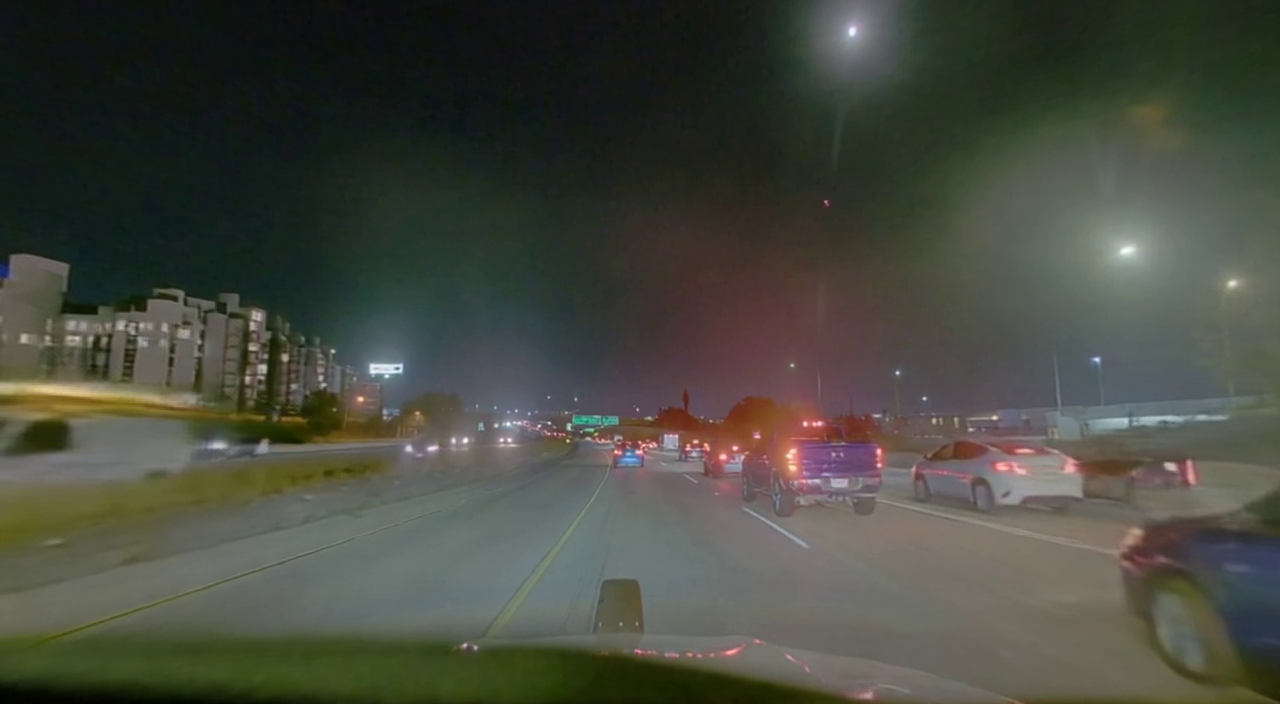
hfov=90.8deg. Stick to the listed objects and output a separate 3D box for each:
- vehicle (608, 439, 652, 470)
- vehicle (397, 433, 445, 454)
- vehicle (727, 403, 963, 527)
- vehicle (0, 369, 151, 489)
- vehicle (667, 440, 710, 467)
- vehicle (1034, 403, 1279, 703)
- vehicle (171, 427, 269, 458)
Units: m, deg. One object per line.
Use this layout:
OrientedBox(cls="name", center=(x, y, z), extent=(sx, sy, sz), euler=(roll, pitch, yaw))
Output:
OrientedBox(cls="vehicle", center=(-0.570, 5.517, 34.287), extent=(2.266, 1.549, 3.978), euler=(0, -8, -1))
OrientedBox(cls="vehicle", center=(-16.242, 6.846, 47.099), extent=(1.974, 1.493, 4.796), euler=(0, -8, -2))
OrientedBox(cls="vehicle", center=(3.933, 2.407, 14.150), extent=(2.747, 2.061, 7.011), euler=(0, -8, -2))
OrientedBox(cls="vehicle", center=(-10.943, 1.275, 10.323), extent=(2.118, 1.831, 4.729), euler=(0, -8, -1))
OrientedBox(cls="vehicle", center=(2.923, 6.251, 39.090), extent=(2.057, 1.517, 4.538), euler=(0, -8, -3))
OrientedBox(cls="vehicle", center=(3.907, 0.863, 2.043), extent=(2.048, 1.497, 4.952), euler=(0, -8, 0))
OrientedBox(cls="vehicle", center=(-21.550, 4.688, 32.722), extent=(1.899, 1.489, 4.952), euler=(0, -8, -3))
